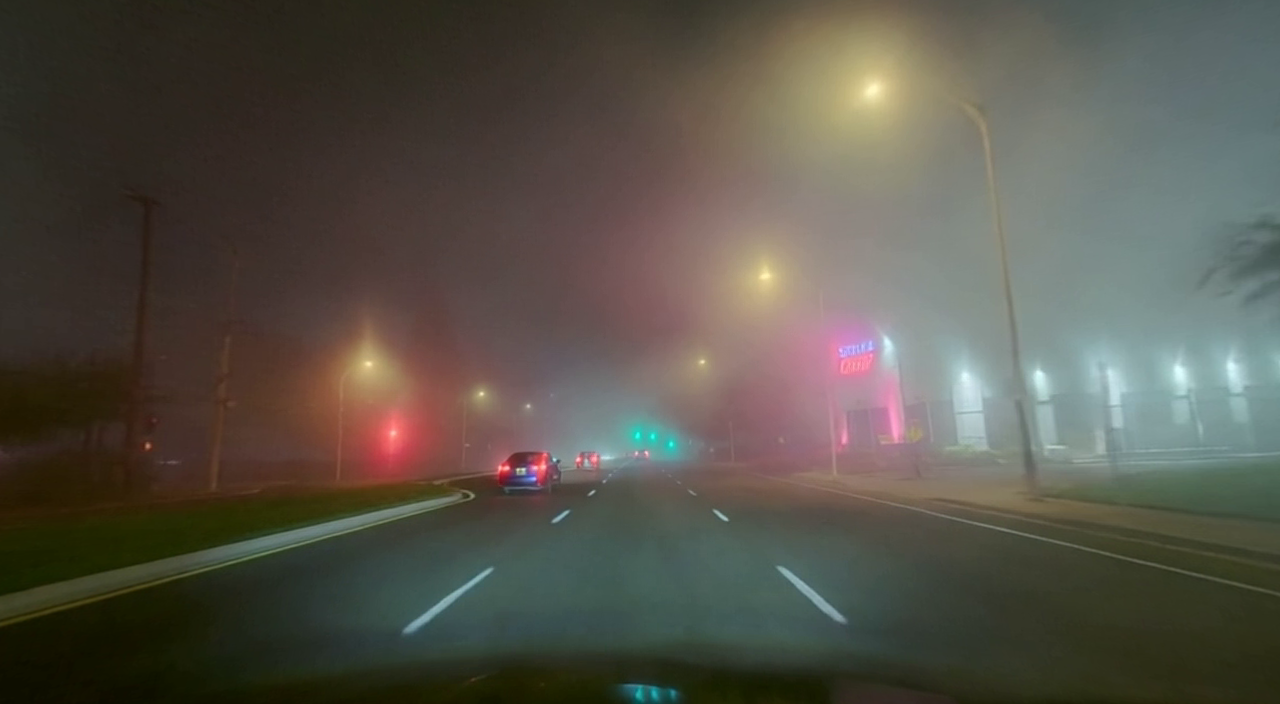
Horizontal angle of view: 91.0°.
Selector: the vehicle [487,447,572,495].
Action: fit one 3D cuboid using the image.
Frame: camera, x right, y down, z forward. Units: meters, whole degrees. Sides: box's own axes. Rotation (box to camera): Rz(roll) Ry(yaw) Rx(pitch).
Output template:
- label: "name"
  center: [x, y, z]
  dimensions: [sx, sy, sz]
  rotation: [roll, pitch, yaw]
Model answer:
- label: "vehicle"
  center: [-3.601, 3.961, 21.399]
  dimensions: [2.076, 1.444, 4.328]
  rotation: [0, -9, 0]
